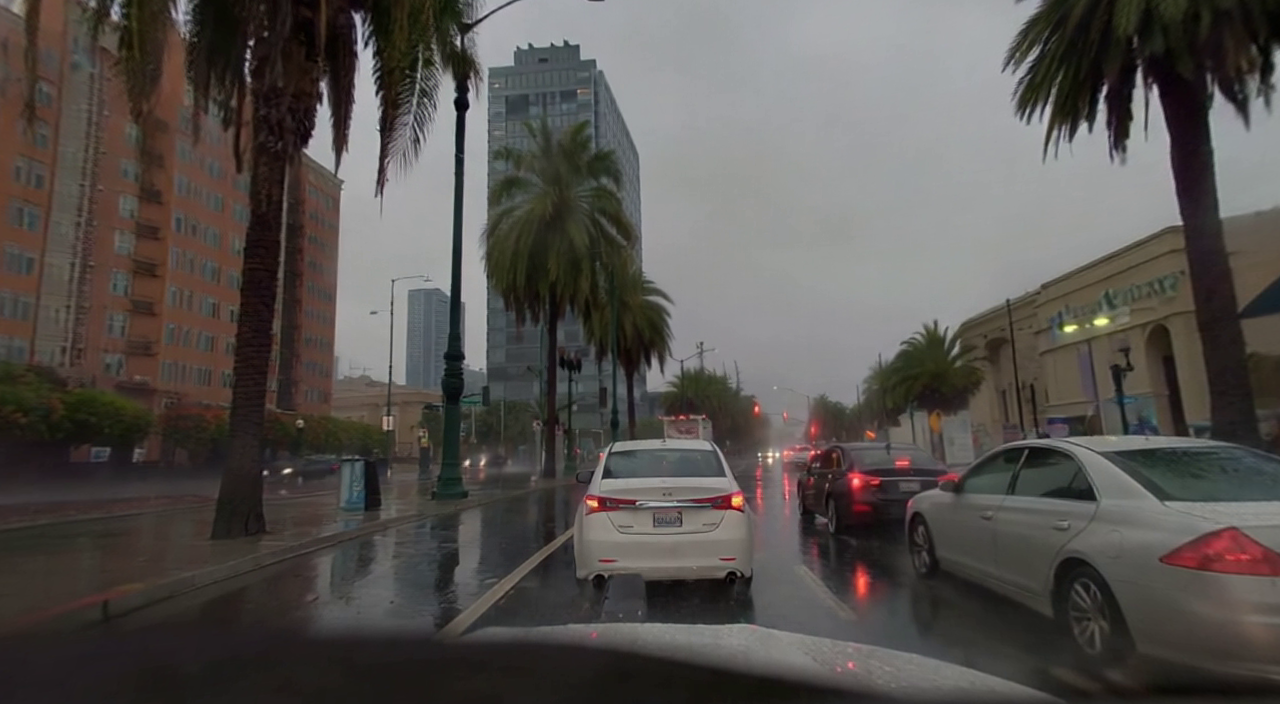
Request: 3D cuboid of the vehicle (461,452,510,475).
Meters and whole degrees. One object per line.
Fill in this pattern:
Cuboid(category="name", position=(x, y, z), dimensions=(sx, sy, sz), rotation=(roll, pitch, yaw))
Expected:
Cuboid(category="vehicle", position=(-12.112, 8.743, 49.767), dimensions=(2.078, 1.662, 4.436), rotation=(-2, -9, 9))

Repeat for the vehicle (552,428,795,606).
Cuboid(category="vehicle", position=(0.325, 1.700, 7.327), dimensions=(2.078, 1.503, 3.681), rotation=(0, -9, 1))

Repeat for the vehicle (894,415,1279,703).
Cuboid(category="vehicle", position=(3.640, 1.299, 4.582), dimensions=(1.913, 1.469, 4.425), rotation=(-1, -9, 3))

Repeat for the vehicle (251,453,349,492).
Cuboid(category="vehicle", position=(-15.343, 5.424, 28.769), dimensions=(1.801, 1.563, 4.015), rotation=(-2, -9, 9))
